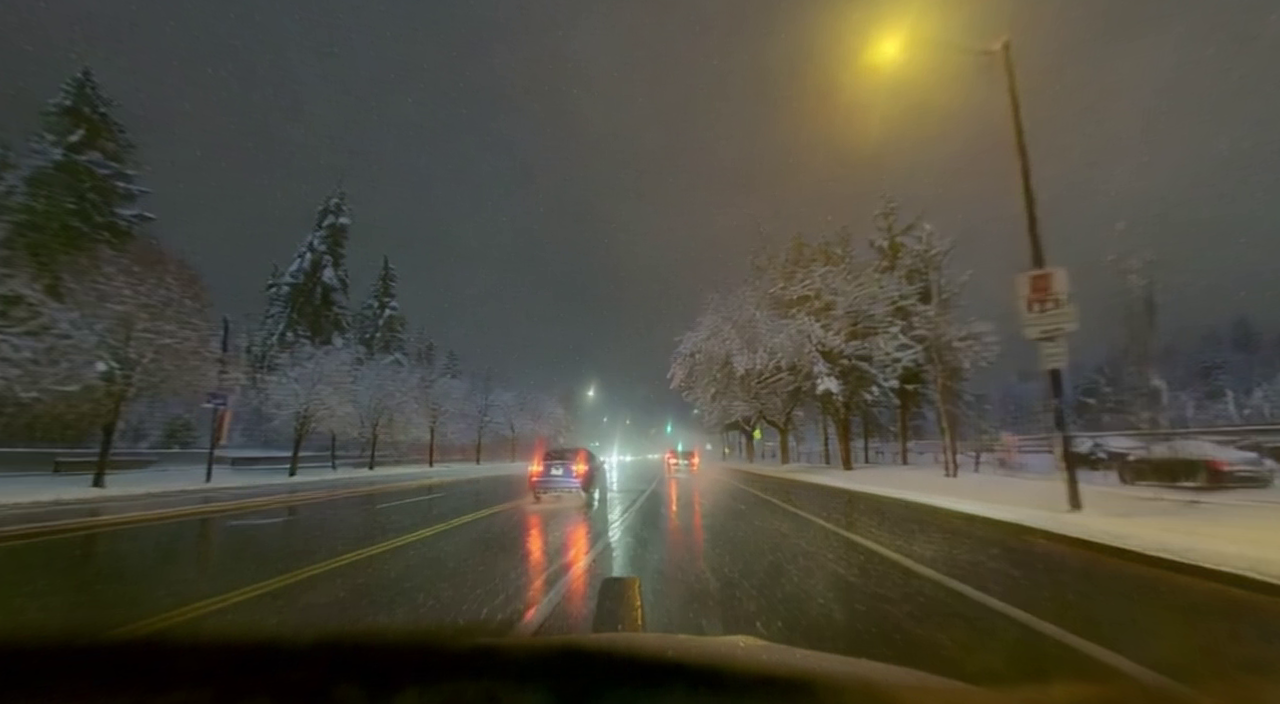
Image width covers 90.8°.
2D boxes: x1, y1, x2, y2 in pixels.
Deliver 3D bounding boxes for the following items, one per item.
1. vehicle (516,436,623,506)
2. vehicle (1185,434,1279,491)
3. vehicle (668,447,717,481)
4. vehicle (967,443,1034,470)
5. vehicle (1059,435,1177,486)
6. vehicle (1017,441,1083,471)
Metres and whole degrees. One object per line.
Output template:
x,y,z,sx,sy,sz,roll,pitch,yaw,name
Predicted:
-1.770,3.246,17.665,2.105,1.676,4.541,-1,-9,5,vehicle
17.170,3.101,18.008,2.131,1.437,4.325,-8,-12,43,vehicle
2.504,5.291,30.161,2.147,1.474,4.083,-1,-9,4,vehicle
20.940,6.024,36.647,4.404,1.469,1.947,7,-11,-41,vehicle
15.725,3.500,20.682,4.830,1.459,2.041,8,-12,-41,vehicle
22.849,5.754,35.106,2.039,1.440,4.655,-13,-14,43,vehicle
